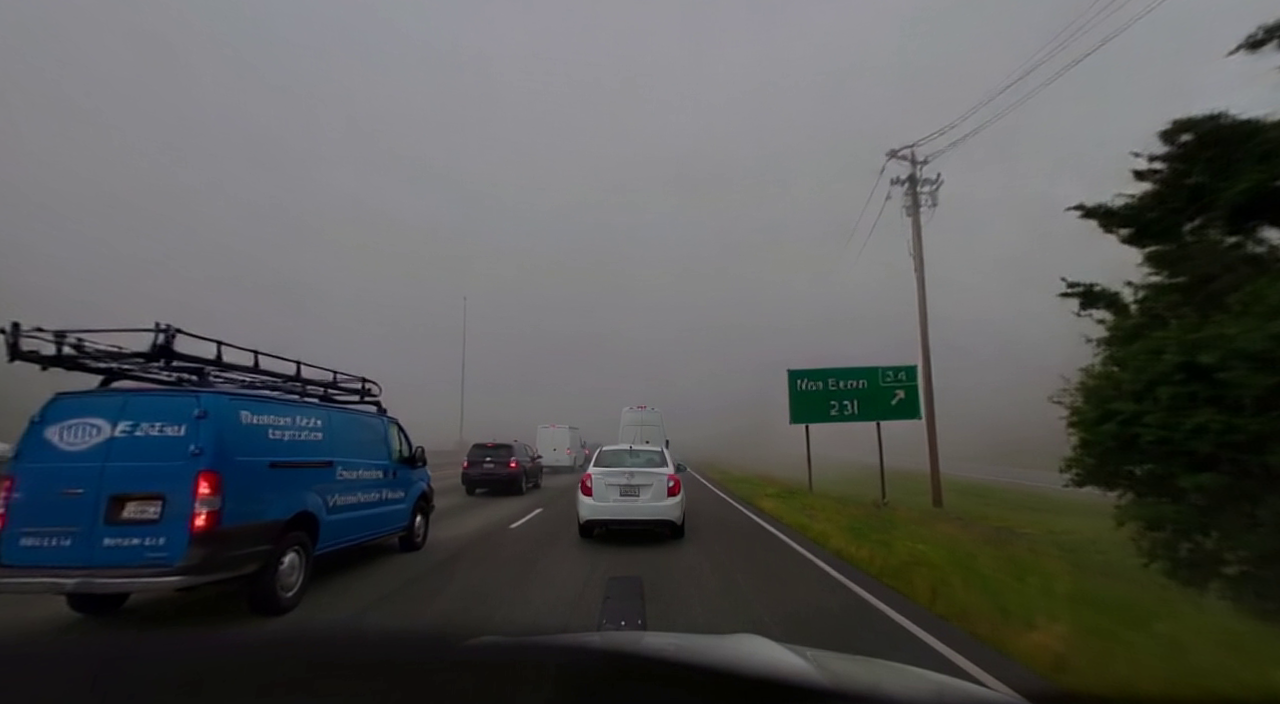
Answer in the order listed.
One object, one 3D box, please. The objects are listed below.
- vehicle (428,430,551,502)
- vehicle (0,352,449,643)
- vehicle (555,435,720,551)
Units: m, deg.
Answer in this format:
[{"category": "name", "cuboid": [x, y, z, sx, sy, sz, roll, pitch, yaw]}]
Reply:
[{"category": "vehicle", "cuboid": [-3.846, 3.003, 16.977, 2.114, 1.657, 4.432, 0, -8, 2]}, {"category": "vehicle", "cuboid": [-3.857, 1.306, 6.596, 2.142, 1.952, 4.556, 0, -8, 1]}, {"category": "vehicle", "cuboid": [-0.050, 2.071, 9.951, 2.054, 1.421, 4.090, 0, -8, -1]}]
